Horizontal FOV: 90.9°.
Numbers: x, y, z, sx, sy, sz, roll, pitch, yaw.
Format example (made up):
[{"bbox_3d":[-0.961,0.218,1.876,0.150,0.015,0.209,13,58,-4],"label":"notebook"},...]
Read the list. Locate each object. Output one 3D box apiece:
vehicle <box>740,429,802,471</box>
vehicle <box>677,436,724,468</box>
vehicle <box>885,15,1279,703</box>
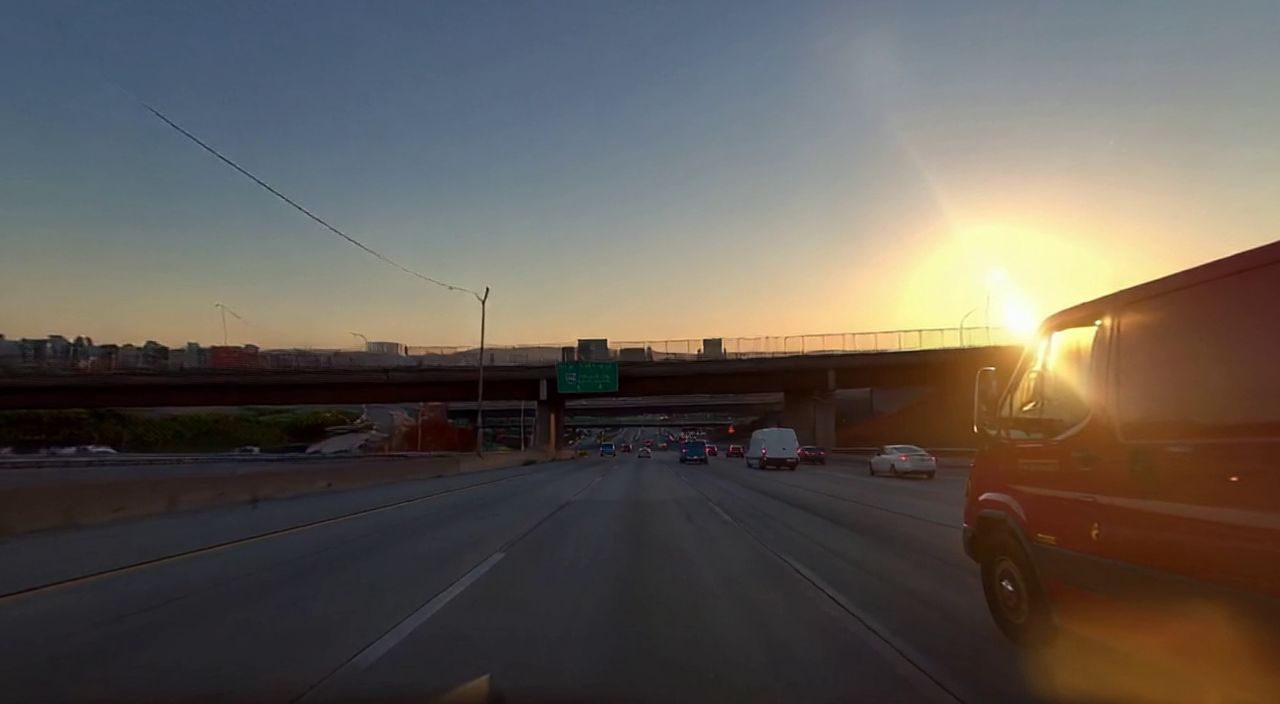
[{"bbox_3d":[7.412,5.633,36.265,2.301,2.203,5.419,0,-8,-1],"label":"vehicle"},{"bbox_3d":[3.915,6.600,41.859,2.464,1.961,5.520,0,-8,-1],"label":"vehicle"},{"bbox_3d":[3.369,0.197,1.736,2.436,2.745,7.034,0,-8,-1],"label":"vehicle"}]
